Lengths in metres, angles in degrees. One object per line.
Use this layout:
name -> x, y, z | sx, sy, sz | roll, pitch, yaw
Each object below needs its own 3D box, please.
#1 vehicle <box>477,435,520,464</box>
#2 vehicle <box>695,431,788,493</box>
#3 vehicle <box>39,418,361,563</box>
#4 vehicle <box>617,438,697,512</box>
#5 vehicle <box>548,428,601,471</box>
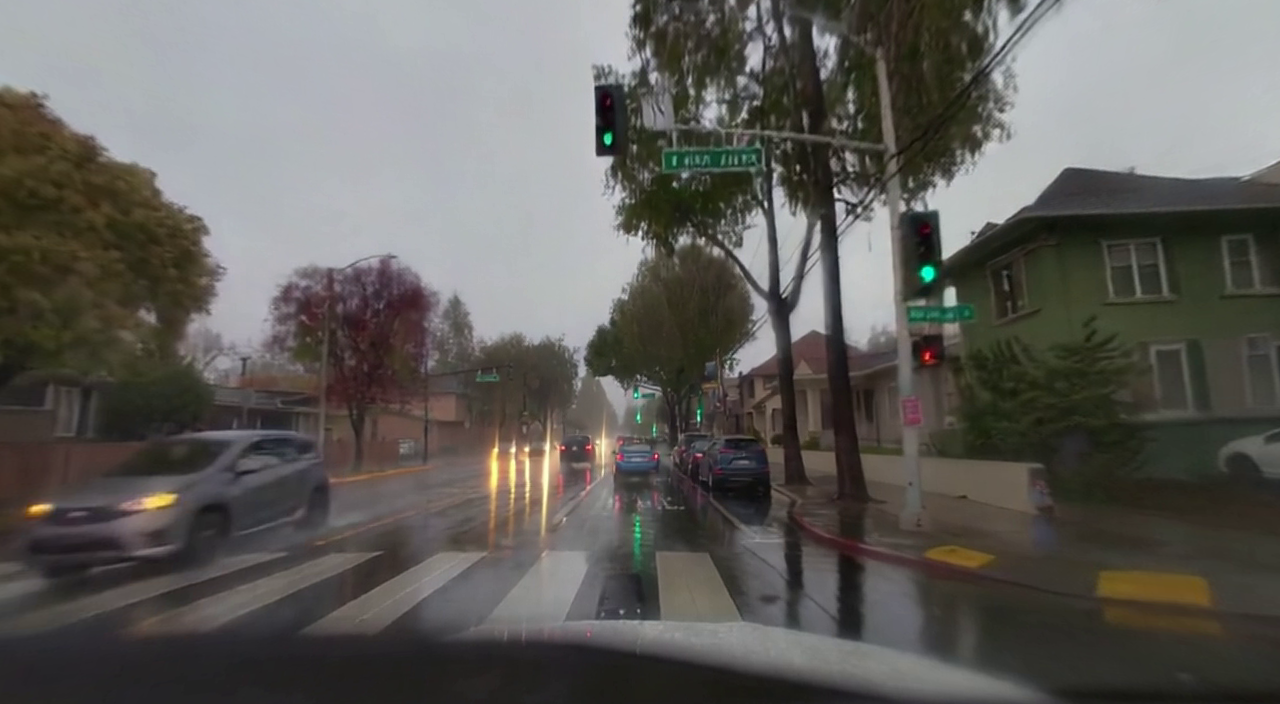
vehicle -> -9.348, 6.424, 41.861 | 1.850, 1.720, 4.237 | -2, -8, 0
vehicle -> 2.856, 3.168, 18.607 | 1.905, 1.589, 4.028 | 0, -8, -3
vehicle -> -6.110, 1.909, 9.517 | 1.976, 1.689, 4.071 | 0, -8, -2
vehicle -> 0.286, 2.654, 14.066 | 1.485, 1.385, 3.283 | 2, -8, -3
vehicle -> -2.971, 4.521, 29.380 | 1.983, 1.841, 4.013 | 0, -8, 1
